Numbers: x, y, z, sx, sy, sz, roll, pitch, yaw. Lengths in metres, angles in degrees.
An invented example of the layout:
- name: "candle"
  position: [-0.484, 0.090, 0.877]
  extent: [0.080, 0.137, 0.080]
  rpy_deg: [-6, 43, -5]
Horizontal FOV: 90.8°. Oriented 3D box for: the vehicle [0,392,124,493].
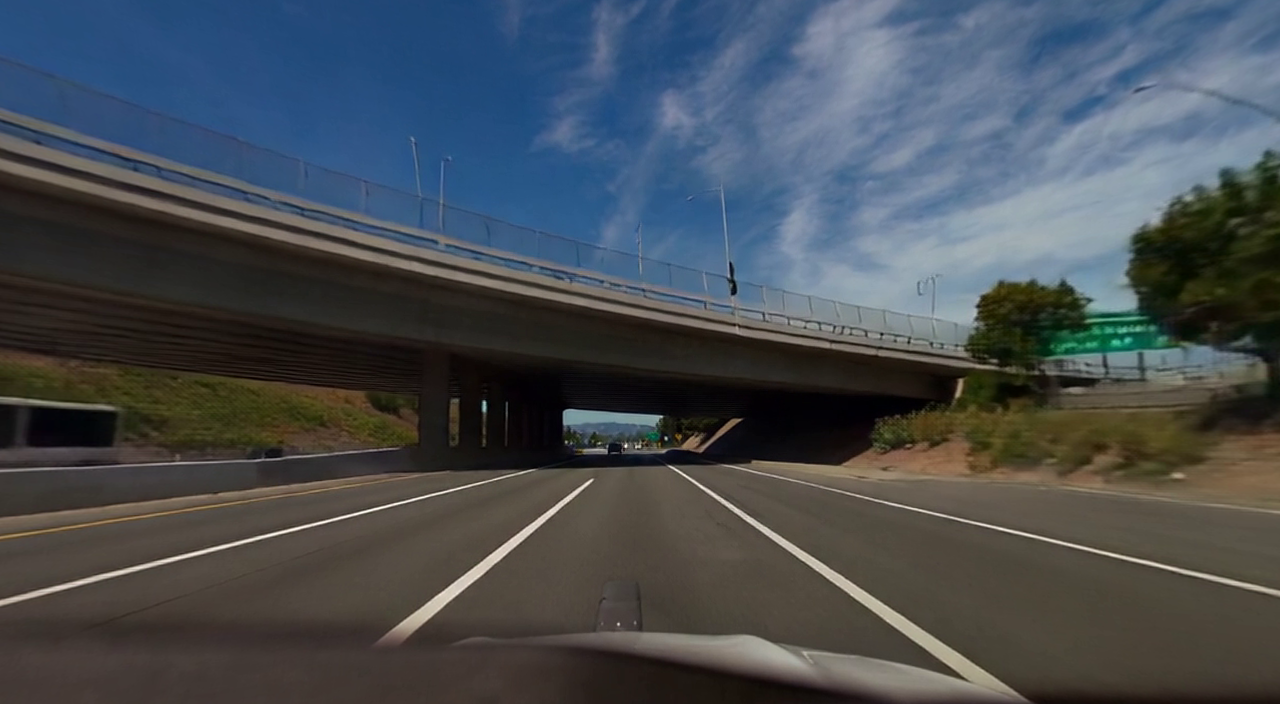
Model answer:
- name: "vehicle"
  position: [-26.920, 3.496, 24.190]
  extent: [3.064, 3.961, 13.704]
  rpy_deg: [-1, -9, -2]
